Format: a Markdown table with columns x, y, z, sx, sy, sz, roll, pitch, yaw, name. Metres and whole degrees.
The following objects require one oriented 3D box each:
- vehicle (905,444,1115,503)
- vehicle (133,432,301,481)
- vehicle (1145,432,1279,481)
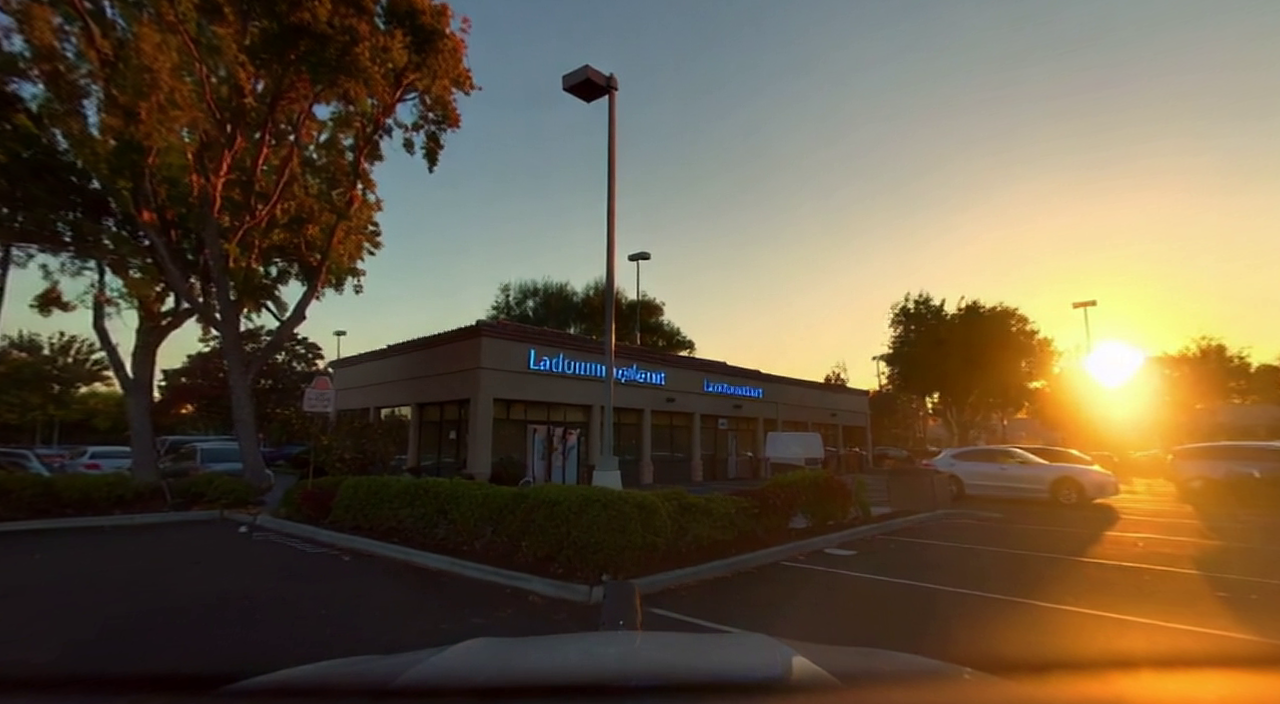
| x | y | z | sx | sy | sz | roll | pitch | yaw | name |
| --- | --- | --- | --- | --- | --- | --- | --- | --- | --- |
| 10.357 | 3.352 | 17.945 | 4.772 | 1.441 | 1.976 | -8 | -11 | 41 | vehicle |
| -15.611 | 3.862 | 23.575 | 1.921 | 1.632 | 4.752 | -7 | -11 | 41 | vehicle |
| 22.982 | 4.057 | 24.579 | 4.939 | 1.664 | 2.055 | -9 | -10 | 41 | vehicle |
